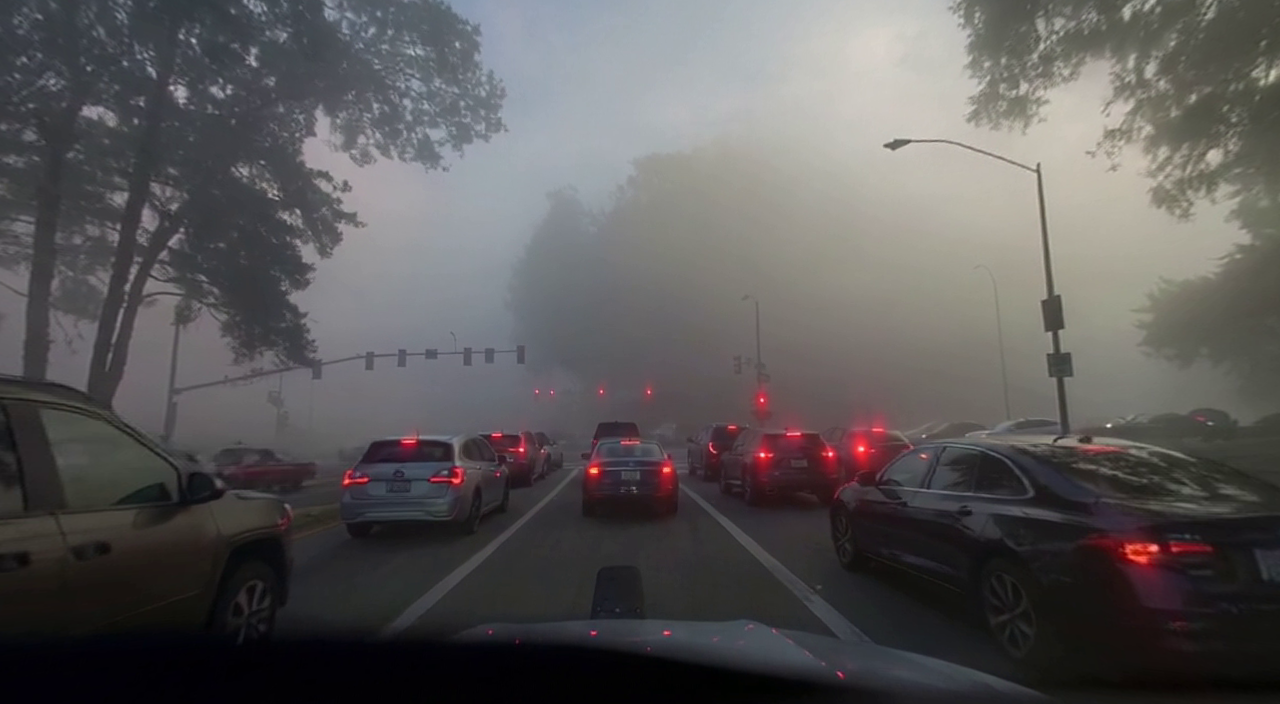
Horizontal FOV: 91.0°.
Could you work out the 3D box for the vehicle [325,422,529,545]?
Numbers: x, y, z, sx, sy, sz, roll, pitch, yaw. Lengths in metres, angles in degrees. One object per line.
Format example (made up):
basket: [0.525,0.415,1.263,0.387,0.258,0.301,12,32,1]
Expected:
vehicle: [-3.101,1.993,10.262,1.896,1.546,4.378,0,-8,-2]

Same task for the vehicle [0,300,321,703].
vehicle: [-3.208,0.690,1.989,2.079,1.756,4.676,0,-8,-2]

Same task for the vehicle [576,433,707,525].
vehicle: [-0.050,2.285,11.896,2.076,1.438,3.770,0,-8,-2]

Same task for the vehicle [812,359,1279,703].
vehicle: [3.138,1.191,5.208,2.074,1.685,4.387,0,-8,-2]

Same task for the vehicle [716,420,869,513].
vehicle: [3.020,2.378,13.512,2.106,1.667,4.101,0,-8,-2]
